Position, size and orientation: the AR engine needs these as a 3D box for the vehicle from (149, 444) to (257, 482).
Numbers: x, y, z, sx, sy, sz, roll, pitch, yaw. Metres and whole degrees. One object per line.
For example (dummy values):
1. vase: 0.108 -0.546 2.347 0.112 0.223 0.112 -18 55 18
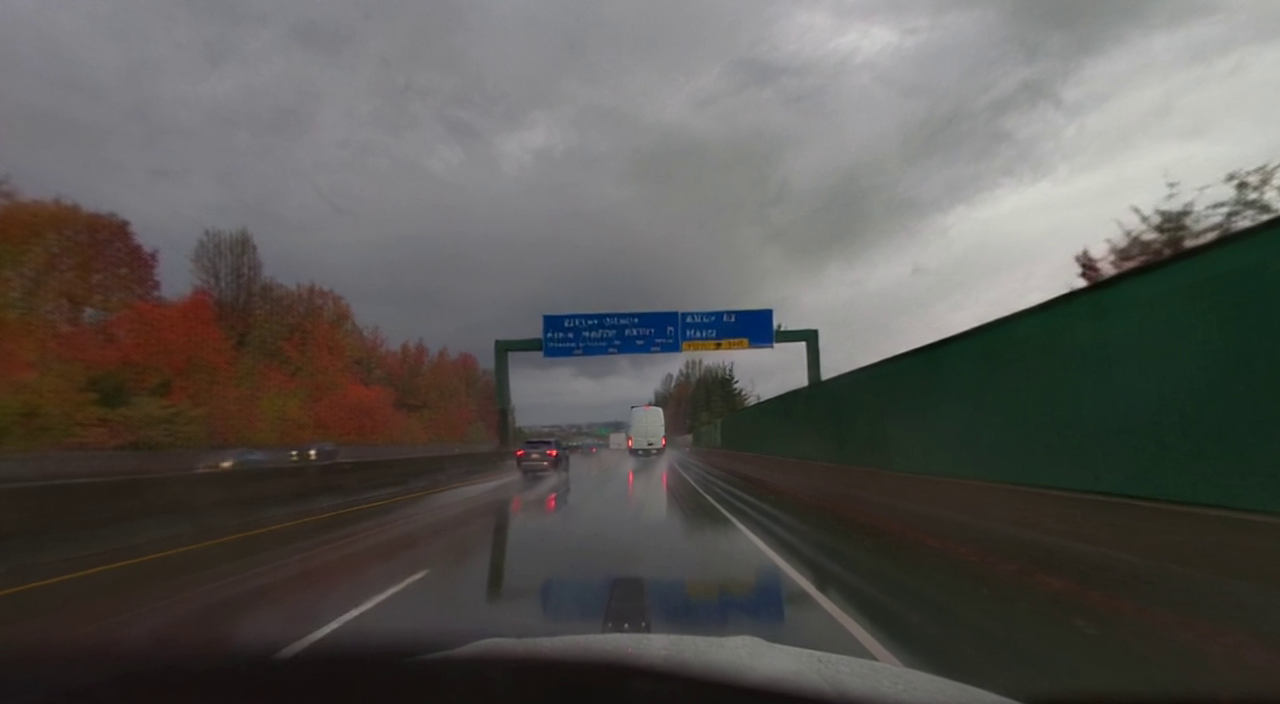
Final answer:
1. vehicle: -22.557 5.710 32.776 2.196 1.757 4.961 0 -8 -2

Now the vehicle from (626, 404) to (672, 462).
1. vehicle: 0.672 5.884 45.332 2.933 3.701 10.425 0 -8 1

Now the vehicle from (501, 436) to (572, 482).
1. vehicle: -3.751 3.936 23.461 1.927 1.556 3.921 0 -8 1

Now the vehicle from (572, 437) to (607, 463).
1. vehicle: -3.286 6.497 41.889 1.962 1.575 4.158 0 -8 0
